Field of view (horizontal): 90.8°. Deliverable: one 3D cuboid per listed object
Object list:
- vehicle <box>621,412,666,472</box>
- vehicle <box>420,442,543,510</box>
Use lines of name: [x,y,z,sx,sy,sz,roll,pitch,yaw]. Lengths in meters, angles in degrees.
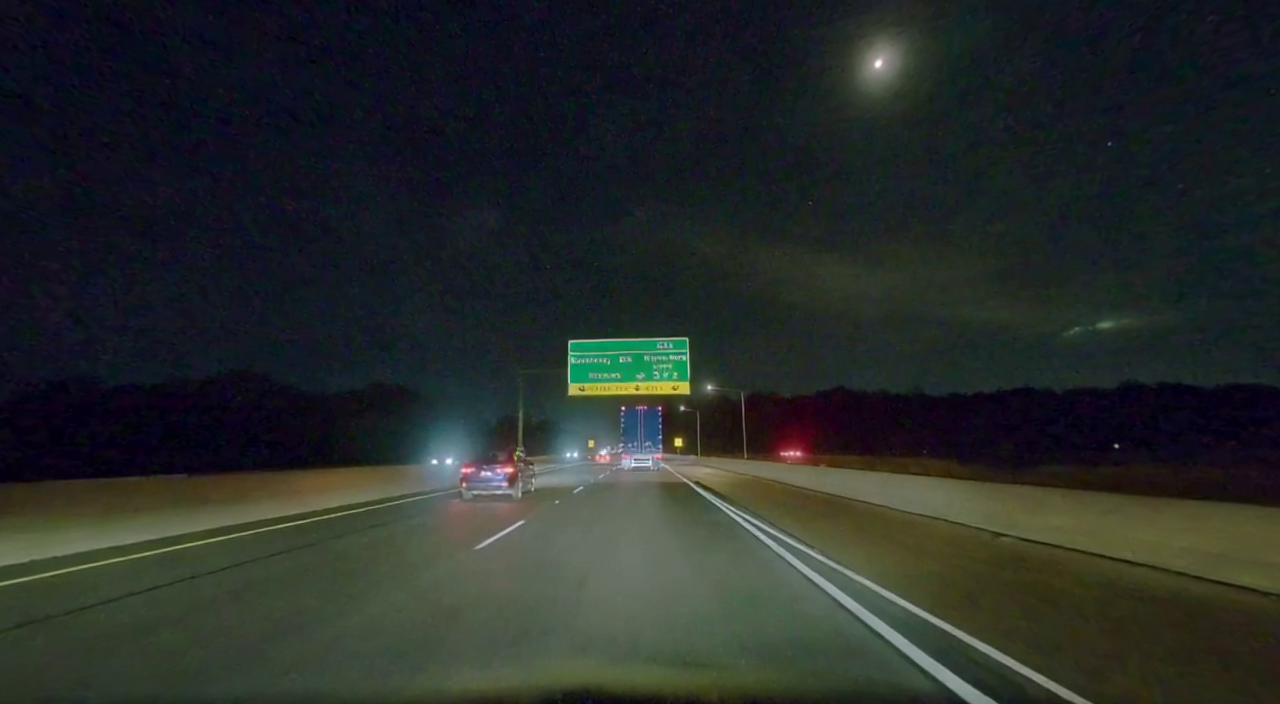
vehicle: [0.123,6.467,45.117,2.864,3.805,9.500,0,-9,-1]
vehicle: [-3.969,3.185,16.670,2.053,1.523,4.450,0,-9,0]
